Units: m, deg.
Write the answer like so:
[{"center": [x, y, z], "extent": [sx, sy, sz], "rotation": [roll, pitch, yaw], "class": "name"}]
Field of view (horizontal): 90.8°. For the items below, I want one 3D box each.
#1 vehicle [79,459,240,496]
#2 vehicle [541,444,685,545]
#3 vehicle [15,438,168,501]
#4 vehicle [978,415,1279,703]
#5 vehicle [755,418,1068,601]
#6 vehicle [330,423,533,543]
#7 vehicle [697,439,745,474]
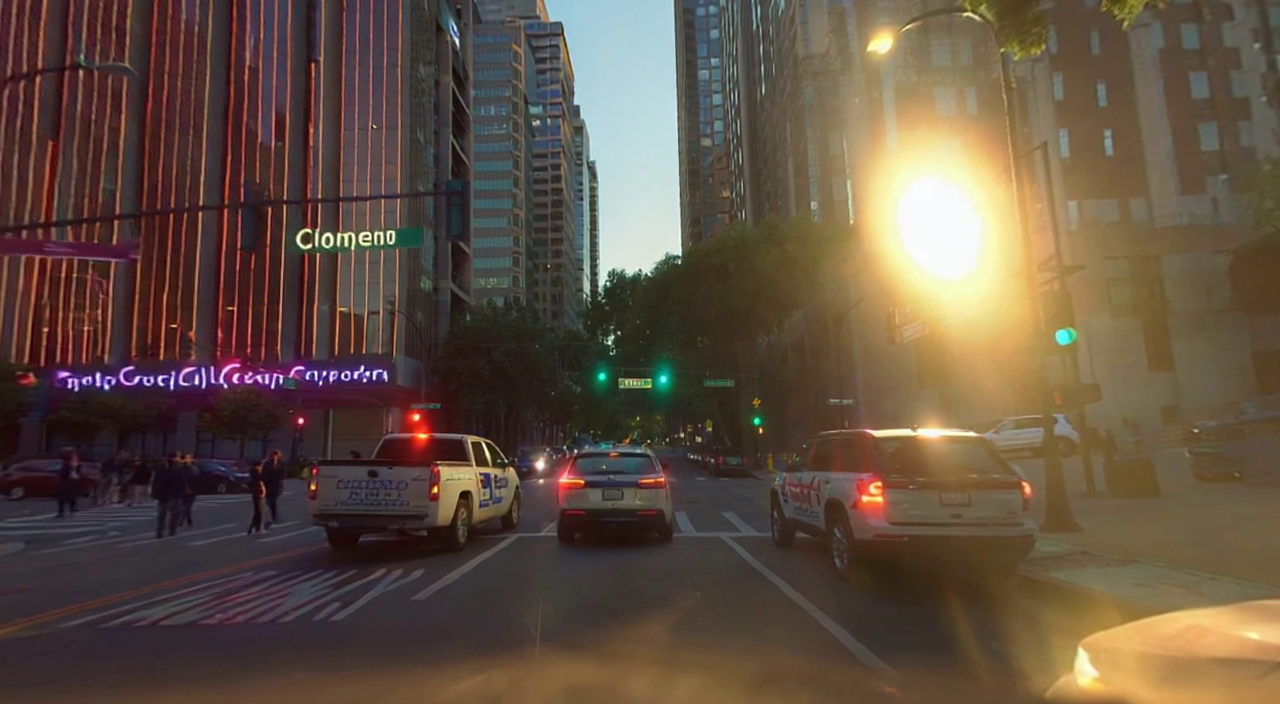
[{"center": [-20.117, 5.260, 26.612], "extent": [5.153, 1.449, 1.966], "rotation": [0, -8, 1], "class": "vehicle"}, {"center": [-0.416, 2.378, 11.319], "extent": [2.092, 1.454, 4.132], "rotation": [0, -8, -1], "class": "vehicle"}, {"center": [-30.890, 6.581, 35.798], "extent": [5.896, 3.276, 2.809], "rotation": [0, -8, 0], "class": "vehicle"}, {"center": [2.736, 0.798, 0.991], "extent": [1.902, 1.454, 4.540], "rotation": [0, -8, 0], "class": "vehicle"}, {"center": [3.039, 1.851, 8.495], "extent": [2.072, 1.735, 4.759], "rotation": [0, -8, 0], "class": "vehicle"}, {"center": [-3.695, 2.424, 12.532], "extent": [2.190, 1.840, 5.272], "rotation": [0, -8, 0], "class": "vehicle"}, {"center": [5.651, 7.384, 44.899], "extent": [2.420, 2.300, 5.313], "rotation": [0, -8, -3], "class": "vehicle"}]
